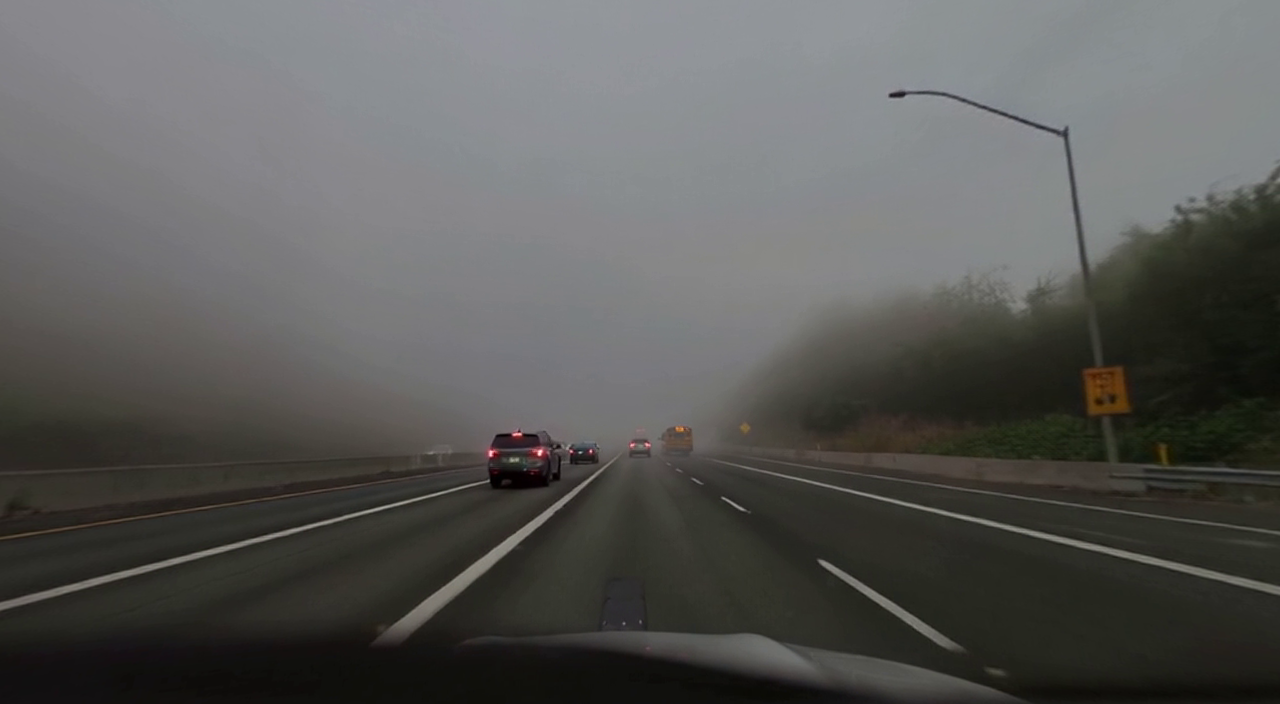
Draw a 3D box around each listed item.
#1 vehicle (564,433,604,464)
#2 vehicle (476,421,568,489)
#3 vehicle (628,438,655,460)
[{"bbox_3d":[-3.495,6.133,40.243,2.155,1.843,4.567,0,-8,0],"label":"vehicle"},{"bbox_3d":[-3.639,3.283,20.343,2.016,1.898,4.458,0,-8,1],"label":"vehicle"},{"bbox_3d":[0.127,7.632,49.539,2.042,1.632,3.654,0,-8,-1],"label":"vehicle"}]
